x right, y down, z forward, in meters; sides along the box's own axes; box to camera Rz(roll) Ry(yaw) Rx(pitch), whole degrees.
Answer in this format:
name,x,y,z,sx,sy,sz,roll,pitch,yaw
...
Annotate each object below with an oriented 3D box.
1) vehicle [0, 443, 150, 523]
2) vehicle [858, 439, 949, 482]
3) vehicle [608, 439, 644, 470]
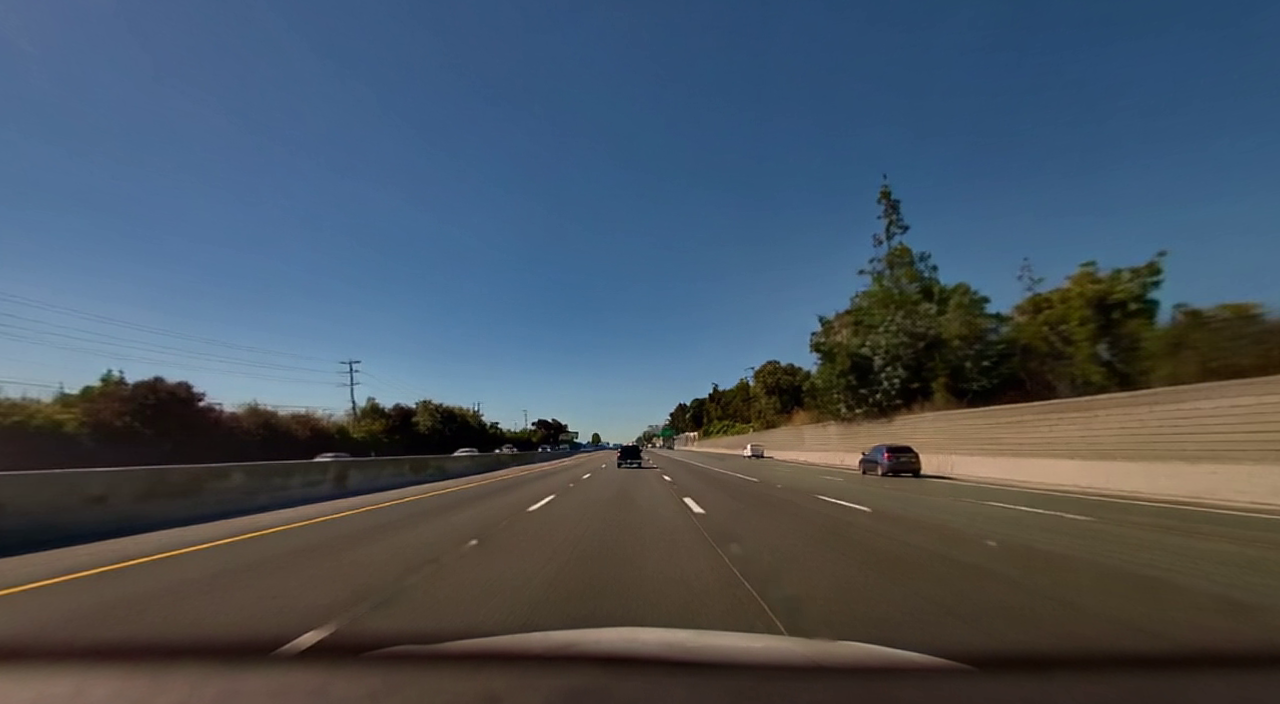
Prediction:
name,x,y,z,sx,sy,sz,roll,pitch,yaw
vehicle,-11.400,2.429,12.112,1.416,1.326,3.186,0,-9,-1
vehicle,11.195,4.631,27.214,1.912,1.673,4.438,0,-9,-1
vehicle,-0.835,6.277,38.801,2.121,1.739,4.087,0,-9,-1
